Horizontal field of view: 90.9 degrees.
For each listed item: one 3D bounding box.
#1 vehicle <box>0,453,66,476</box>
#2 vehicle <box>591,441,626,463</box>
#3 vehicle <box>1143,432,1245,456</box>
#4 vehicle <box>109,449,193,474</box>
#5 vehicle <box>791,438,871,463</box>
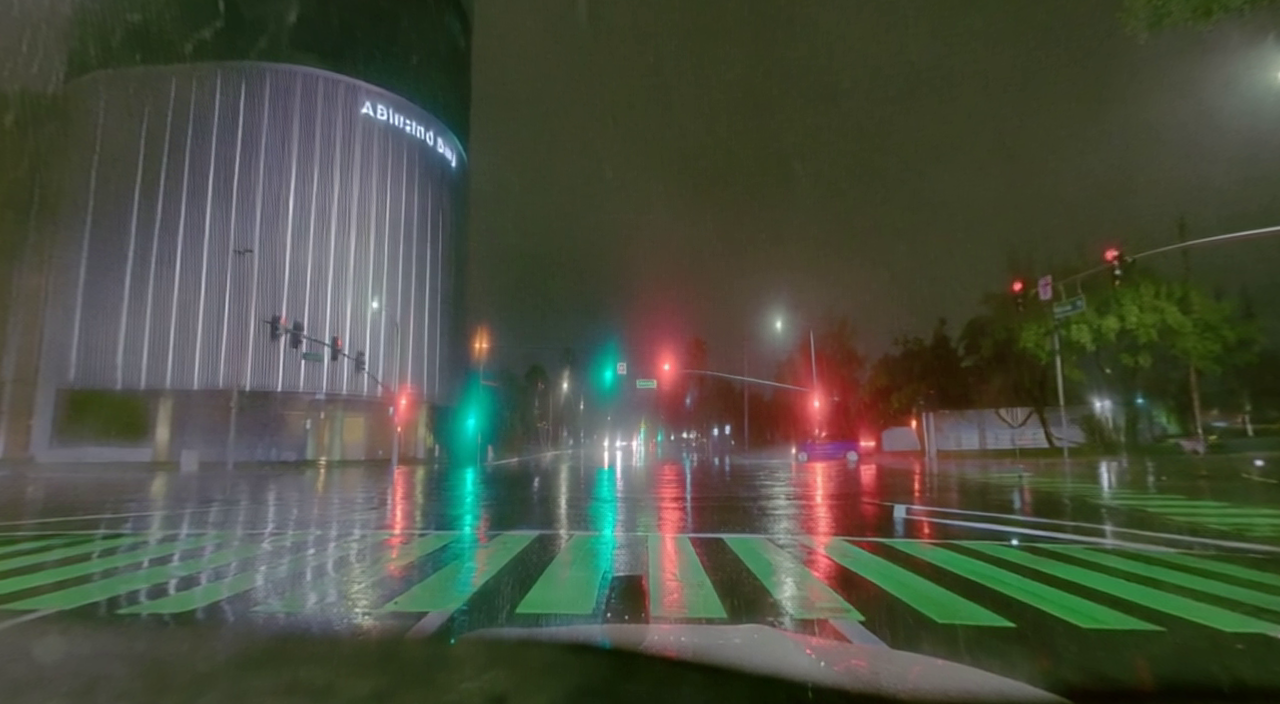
[{"bbox_3d":[-41.657,7.632,42.747,3.698,1.467,1.779,0,-8,1],"label":"vehicle"},{"bbox_3d":[-2.155,7.100,44.807,2.280,1.454,4.836,0,-8,0],"label":"vehicle"},{"bbox_3d":[36.132,6.015,41.207,4.767,1.456,1.858,-1,-8,3],"label":"vehicle"},{"bbox_3d":[-33.092,7.407,42.742,4.136,1.661,1.857,0,-8,1],"label":"vehicle"},{"bbox_3d":[11.882,6.160,39.501,4.529,1.457,1.981,-1,-9,9],"label":"vehicle"}]
